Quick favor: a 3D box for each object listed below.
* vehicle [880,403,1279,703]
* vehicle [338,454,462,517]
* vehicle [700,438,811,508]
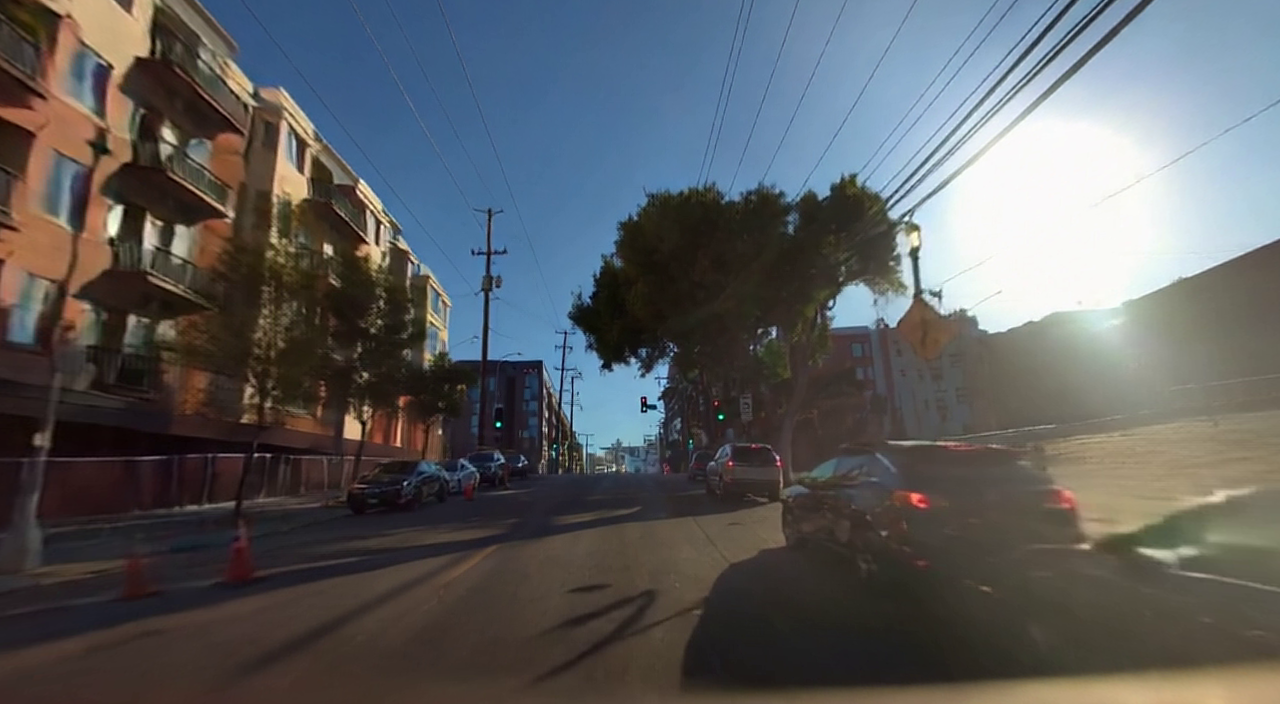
[{"bbox_3d":[2.911,0.989,2.460,2.010,1.499,4.754,0,-8,-1],"label":"vehicle"},{"bbox_3d":[-6.542,3.650,17.811,1.968,1.450,4.271,0,-8,-2],"label":"vehicle"},{"bbox_3d":[3.168,3.440,18.505,2.141,1.737,5.009,0,-9,-2],"label":"vehicle"}]
